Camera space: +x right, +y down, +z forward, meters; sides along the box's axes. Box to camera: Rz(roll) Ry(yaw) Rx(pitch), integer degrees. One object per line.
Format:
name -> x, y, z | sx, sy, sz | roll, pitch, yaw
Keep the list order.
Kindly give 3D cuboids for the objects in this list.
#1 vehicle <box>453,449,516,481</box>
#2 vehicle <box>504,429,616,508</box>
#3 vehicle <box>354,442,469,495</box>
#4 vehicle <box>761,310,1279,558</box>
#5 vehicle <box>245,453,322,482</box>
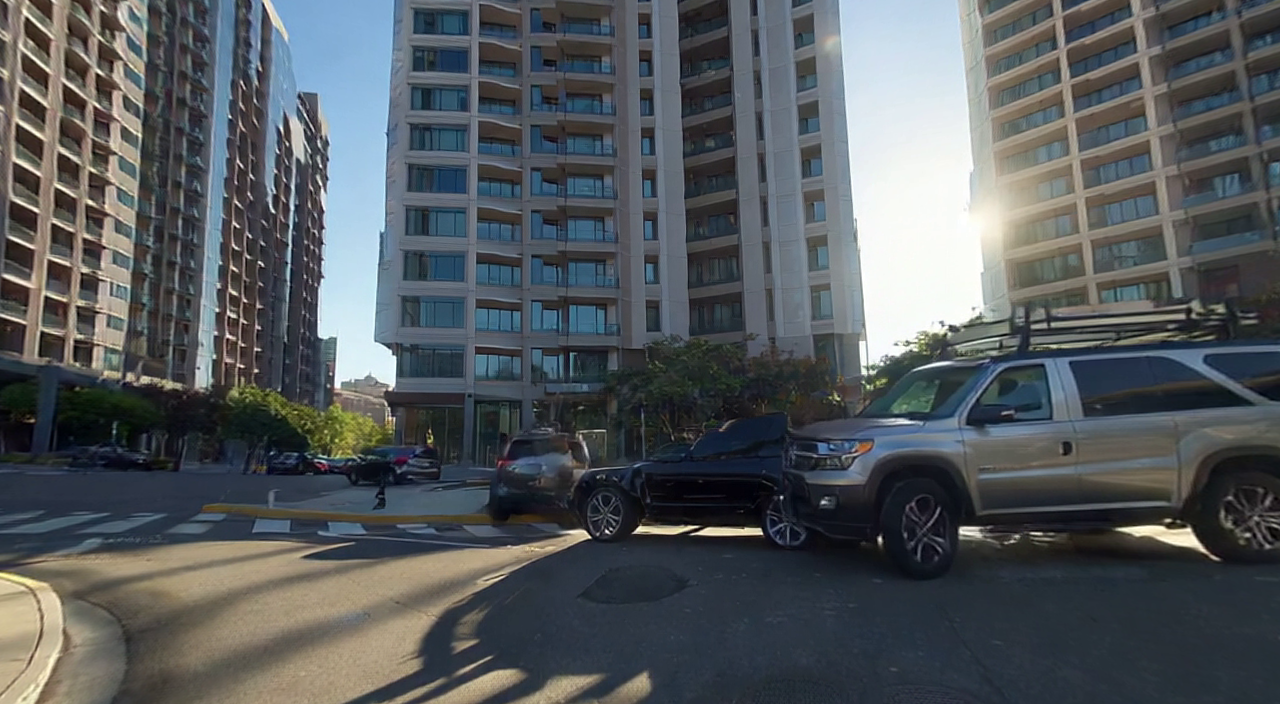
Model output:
vehicle -> -7.868, 5.723, 32.292 | 2.164, 1.494, 4.235 | 0, -8, 0
vehicle -> -1.853, 2.901, 16.089 | 2.144, 1.733, 4.115 | -1, -8, 3
vehicle -> -8.161, 4.172, 23.064 | 2.395, 1.719, 4.549 | 0, -8, 1
vehicle -> 5.329, 1.077, 8.309 | 6.932, 2.753, 2.446 | 0, -8, 1
vehicle -> -19.437, 6.295, 34.509 | 3.467, 1.456, 1.649 | 4, -9, -24
